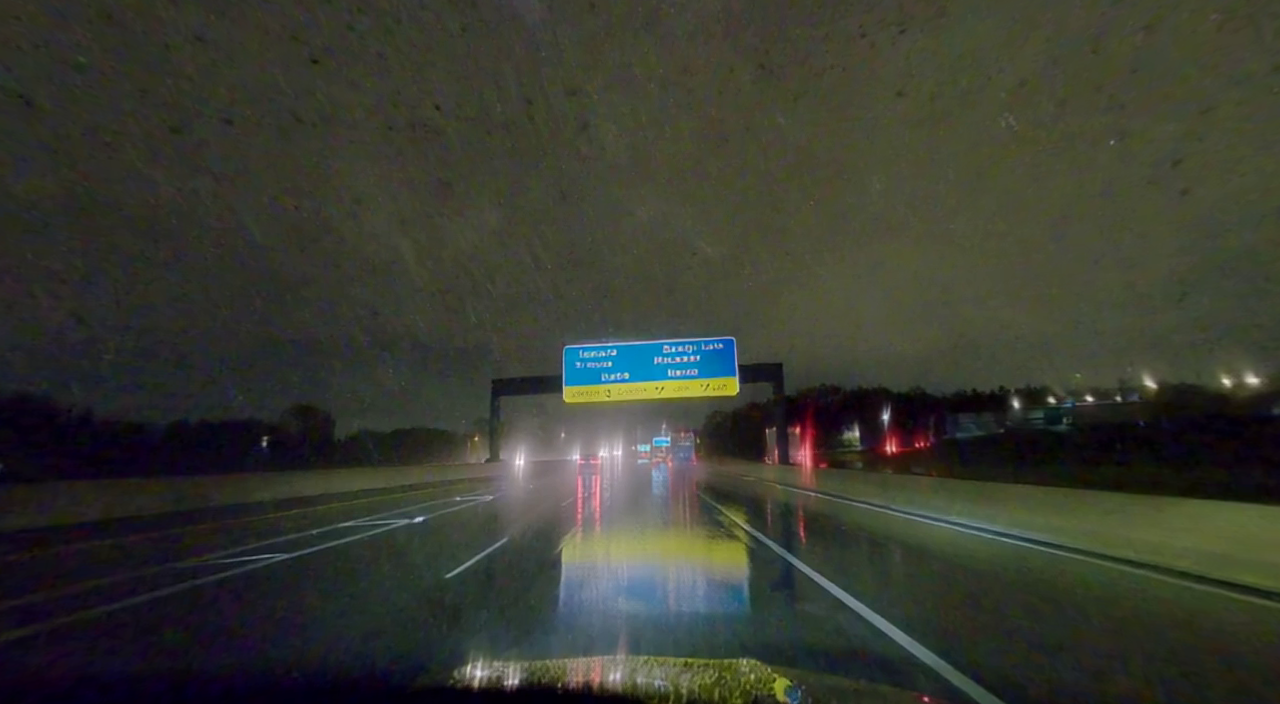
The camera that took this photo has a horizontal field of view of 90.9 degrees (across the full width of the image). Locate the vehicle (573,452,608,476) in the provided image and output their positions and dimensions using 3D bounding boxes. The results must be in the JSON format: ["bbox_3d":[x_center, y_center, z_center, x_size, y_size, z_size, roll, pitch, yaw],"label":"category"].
[{"bbox_3d":[-3.320,7.612,42.888,2.041,1.512,3.996,0,-9,1],"label":"vehicle"}]
